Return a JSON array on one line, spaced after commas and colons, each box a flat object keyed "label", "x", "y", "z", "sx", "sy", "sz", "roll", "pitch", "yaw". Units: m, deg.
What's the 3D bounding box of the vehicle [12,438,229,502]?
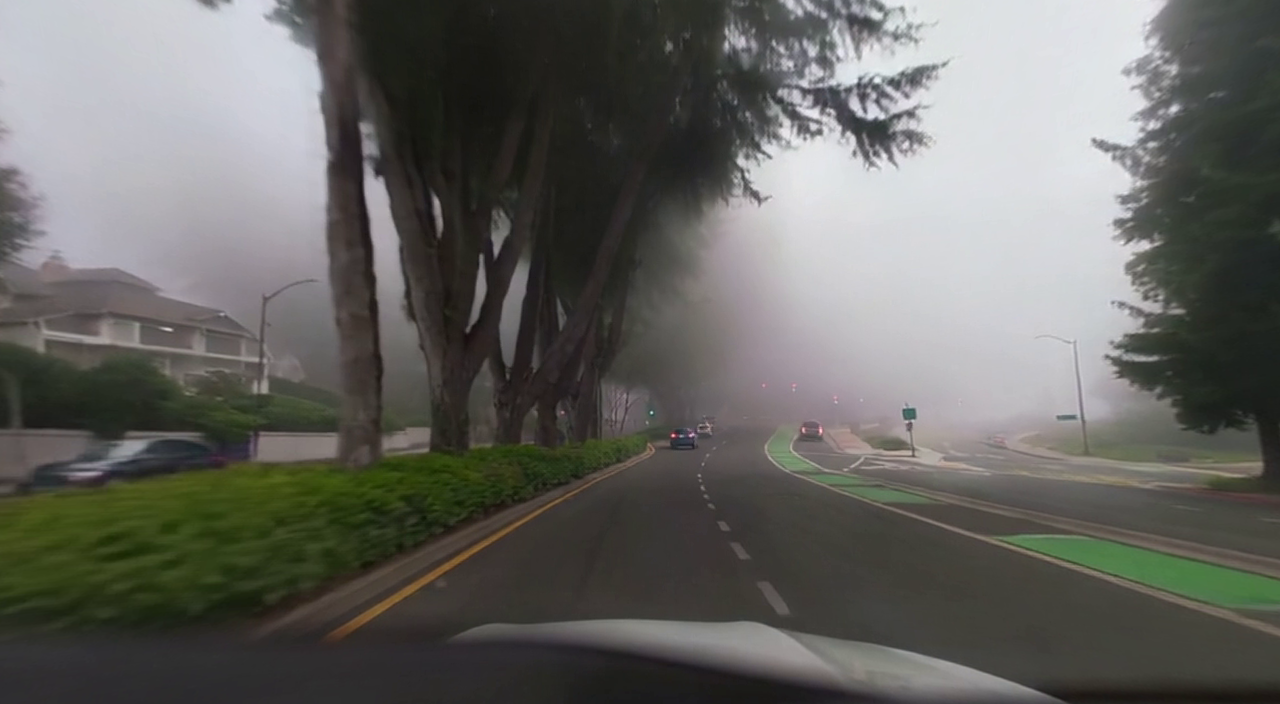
[{"label": "vehicle", "x": -14.570, "y": 3.308, "z": 18.206, "sx": 2.061, "sy": 1.559, "sz": 4.729, "roll": -1, "pitch": -8, "yaw": 3}]
